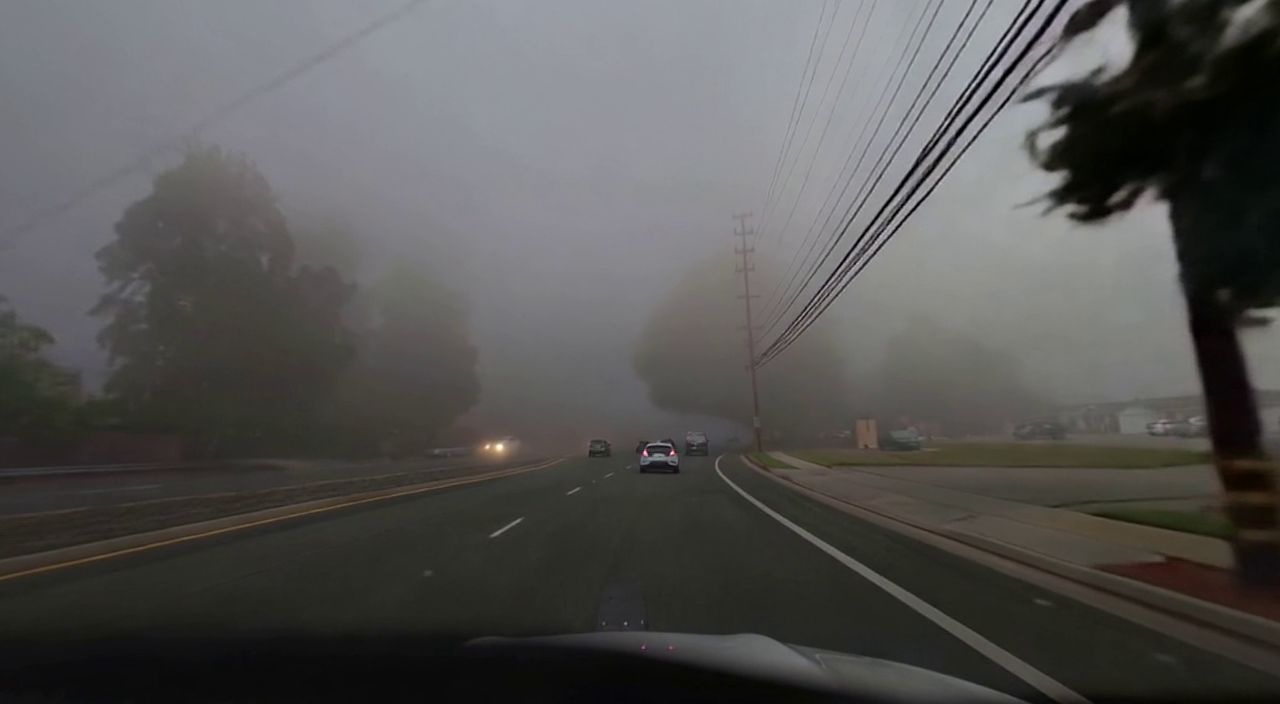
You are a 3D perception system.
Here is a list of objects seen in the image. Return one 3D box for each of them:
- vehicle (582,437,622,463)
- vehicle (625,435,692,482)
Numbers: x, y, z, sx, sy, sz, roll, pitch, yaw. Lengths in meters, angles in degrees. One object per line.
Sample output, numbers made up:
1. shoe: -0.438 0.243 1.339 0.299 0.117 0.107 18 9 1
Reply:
1. vehicle: -2.260 5.985 38.593 1.983 1.485 4.159 -1 -9 4
2. vehicle: 0.726 3.680 22.020 2.117 1.474 4.036 -1 -9 4
